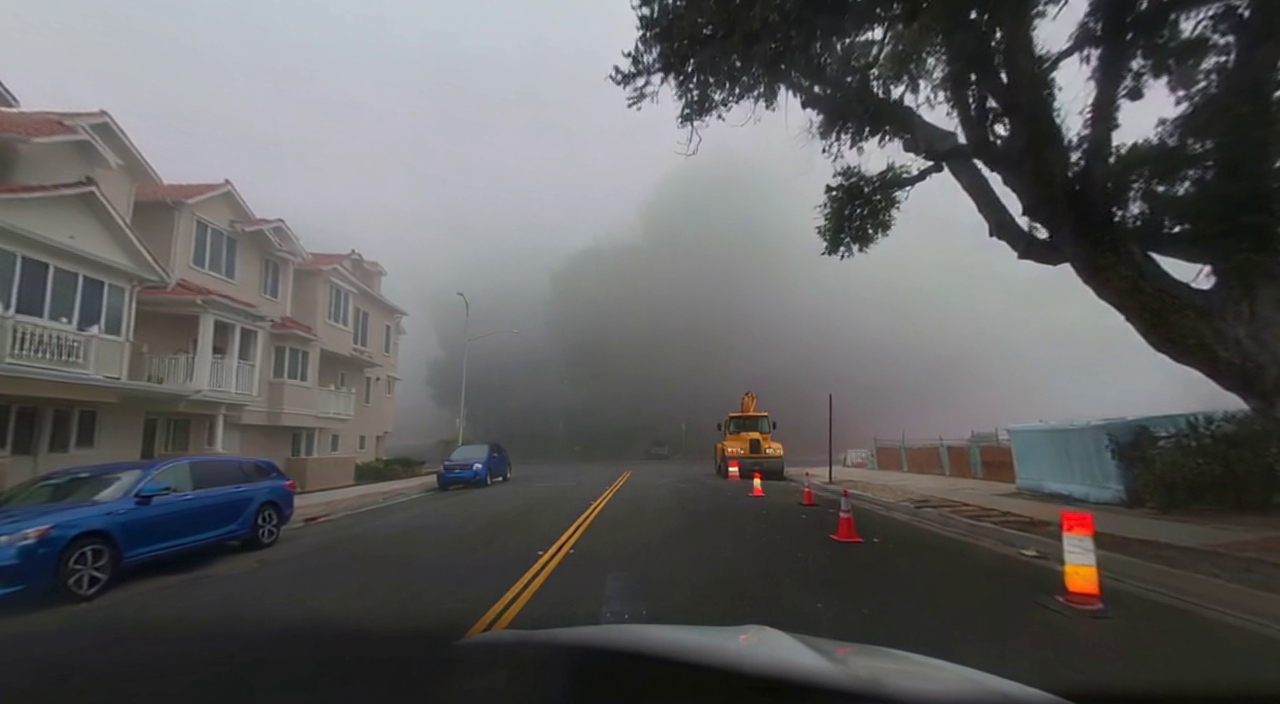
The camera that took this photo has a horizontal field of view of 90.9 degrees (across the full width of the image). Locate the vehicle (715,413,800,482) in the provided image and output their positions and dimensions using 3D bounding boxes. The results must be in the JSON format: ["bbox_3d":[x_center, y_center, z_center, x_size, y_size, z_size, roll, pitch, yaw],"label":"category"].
[{"bbox_3d":[4.723,3.890,25.925,2.501,2.613,3.505,1,-8,-6],"label":"vehicle"}]

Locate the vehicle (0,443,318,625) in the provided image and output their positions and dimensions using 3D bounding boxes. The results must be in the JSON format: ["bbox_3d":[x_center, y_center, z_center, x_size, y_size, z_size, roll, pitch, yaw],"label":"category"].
[{"bbox_3d":[-6.455,1.996,8.149,1.974,1.479,4.888,0,-7,1],"label":"vehicle"}]

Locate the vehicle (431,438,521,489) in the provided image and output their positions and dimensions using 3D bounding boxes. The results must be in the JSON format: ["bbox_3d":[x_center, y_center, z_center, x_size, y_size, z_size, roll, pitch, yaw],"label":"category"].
[{"bbox_3d":[-6.368,4.357,25.179,2.220,1.765,4.799,0,-7,1],"label":"vehicle"}]
